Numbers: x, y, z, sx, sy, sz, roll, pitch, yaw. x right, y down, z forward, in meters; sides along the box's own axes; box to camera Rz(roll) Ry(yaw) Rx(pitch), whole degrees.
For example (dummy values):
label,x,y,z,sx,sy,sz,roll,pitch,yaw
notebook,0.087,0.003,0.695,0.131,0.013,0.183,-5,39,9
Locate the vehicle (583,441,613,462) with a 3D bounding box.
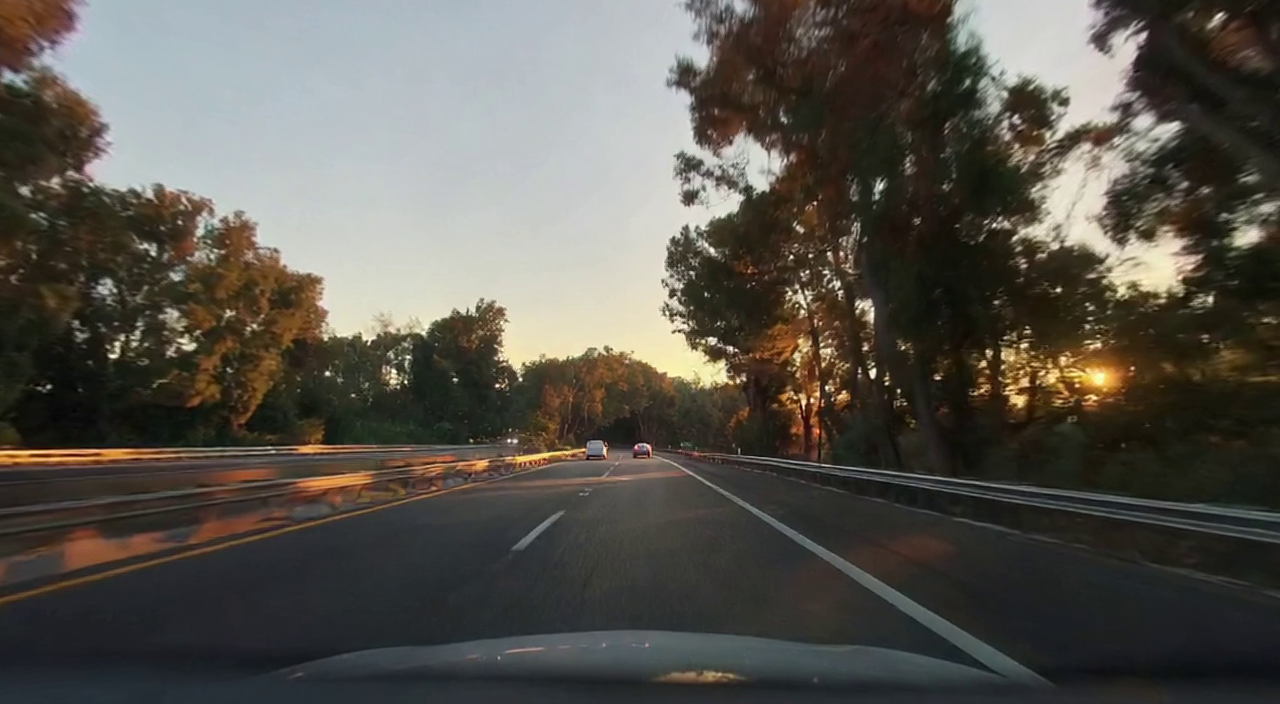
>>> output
label,x,y,z,sx,sy,sz,roll,pitch,yaw
vehicle,-3.141,7.509,47.425,2.057,1.514,3.845,0,-8,-1
